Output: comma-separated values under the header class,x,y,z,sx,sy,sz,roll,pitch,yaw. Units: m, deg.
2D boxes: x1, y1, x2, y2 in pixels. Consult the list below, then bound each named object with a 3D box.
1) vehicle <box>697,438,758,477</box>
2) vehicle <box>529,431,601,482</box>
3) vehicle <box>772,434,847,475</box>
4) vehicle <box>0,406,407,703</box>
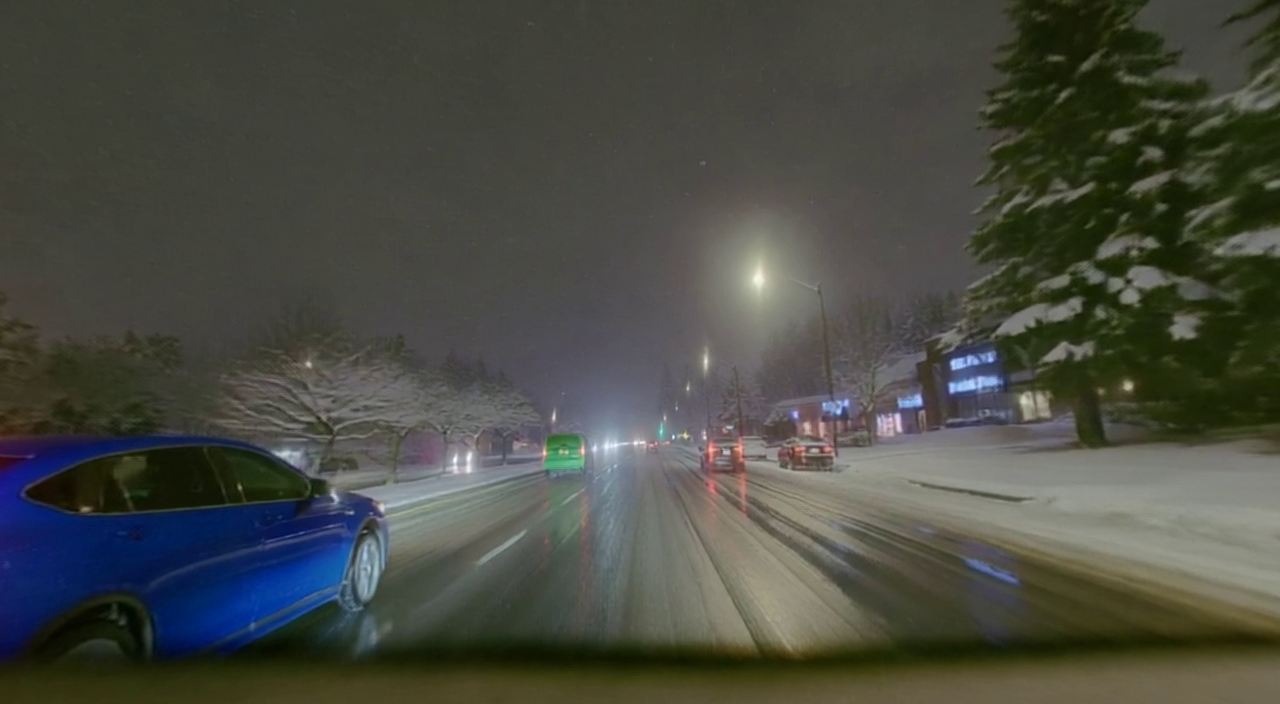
class,x,y,z,sx,sy,sz,roll,pitch,yaw
vehicle,3.557,4.348,26.288,1.904,1.490,4.299,0,-8,0
vehicle,-2.779,4.022,24.584,2.193,1.788,4.603,0,-8,1
vehicle,7.490,4.590,28.379,2.089,1.678,4.725,0,-8,0
vehicle,-3.256,1.124,3.559,1.956,1.460,4.802,0,-8,1
